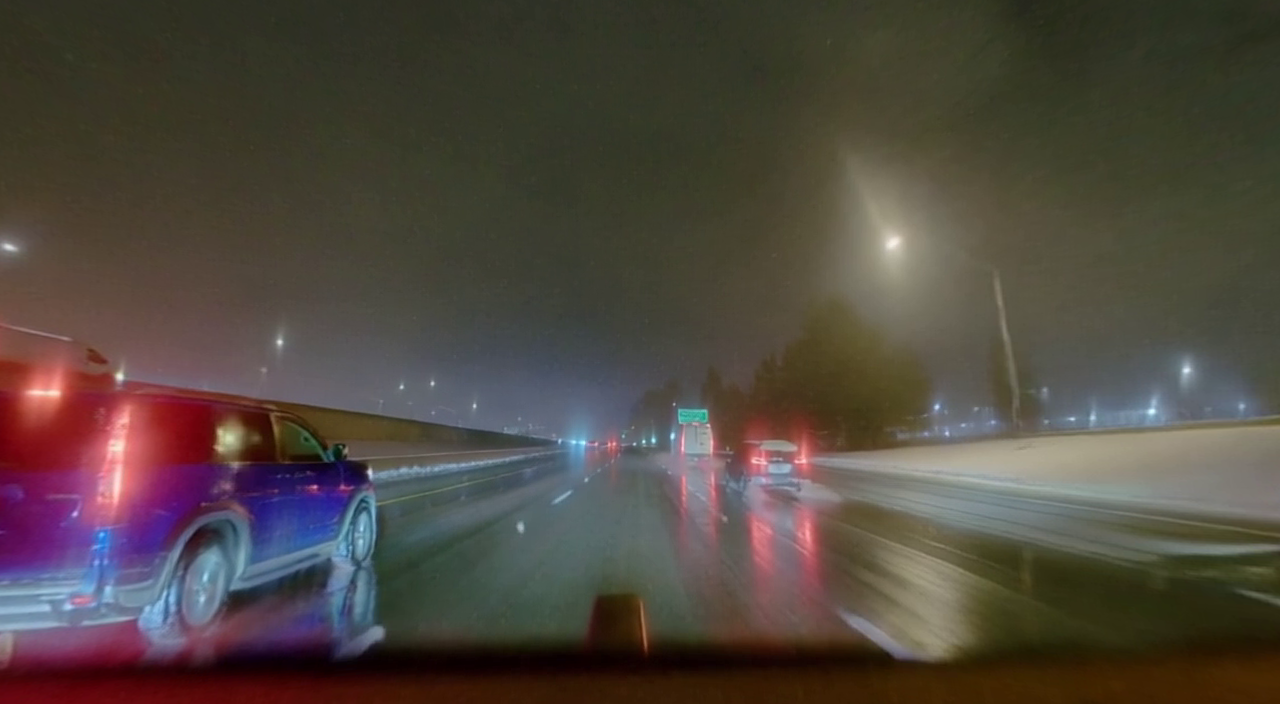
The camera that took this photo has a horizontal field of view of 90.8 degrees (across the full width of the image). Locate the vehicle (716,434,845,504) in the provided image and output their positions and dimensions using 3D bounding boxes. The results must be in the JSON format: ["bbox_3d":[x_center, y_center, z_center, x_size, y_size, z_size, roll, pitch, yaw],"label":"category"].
[{"bbox_3d":[3.392,2.944,16.446,2.108,1.509,5.059,0,-8,-1],"label":"vehicle"}]

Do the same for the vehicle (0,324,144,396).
[{"bbox_3d":[-18.404,0.370,19.460,2.044,1.573,4.964,0,-8,3],"label":"vehicle"}]

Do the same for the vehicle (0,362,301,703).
[{"bbox_3d":[-4.021,0.949,3.454,2.000,1.646,4.201,0,-8,0],"label":"vehicle"}]

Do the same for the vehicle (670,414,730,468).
[{"bbox_3d":[3.255,5.058,35.797,2.629,2.718,6.740,0,-8,-1],"label":"vehicle"}]
